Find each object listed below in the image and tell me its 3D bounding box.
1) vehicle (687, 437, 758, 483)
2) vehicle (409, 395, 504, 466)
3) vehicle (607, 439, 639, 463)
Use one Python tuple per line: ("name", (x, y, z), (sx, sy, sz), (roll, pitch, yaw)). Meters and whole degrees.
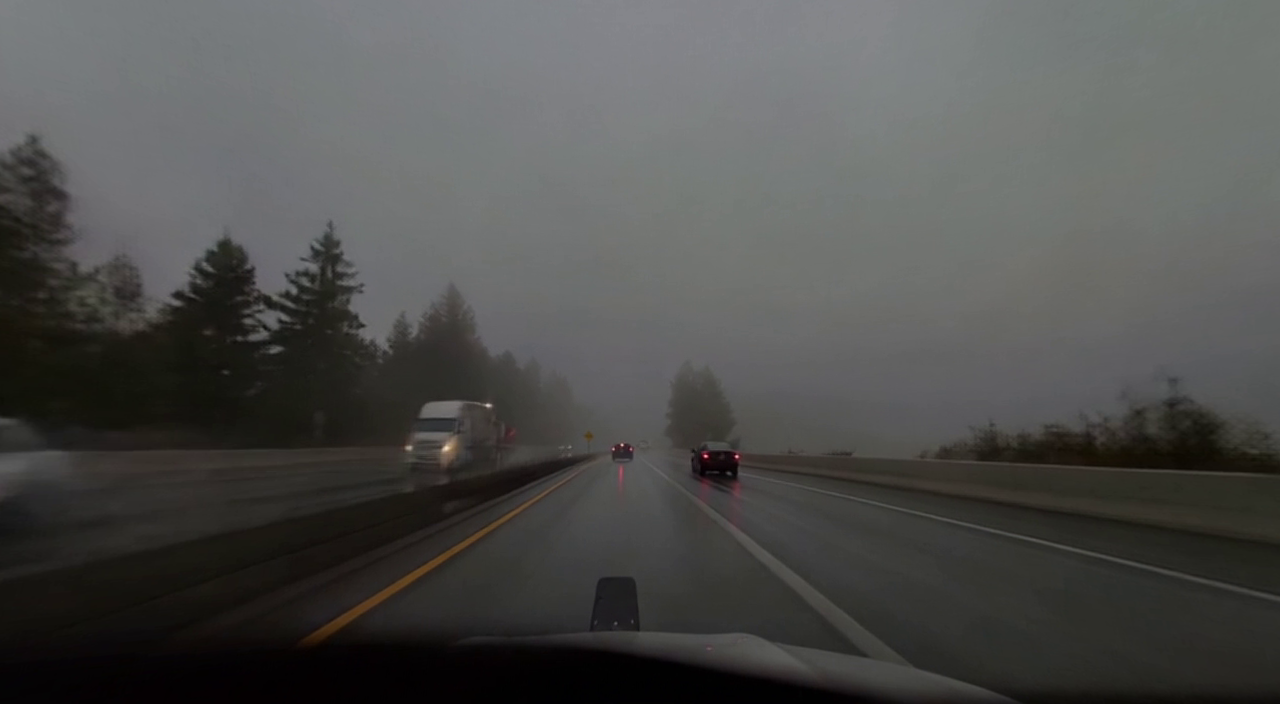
("vehicle", (2.986, 3.971, 23.544), (2.146, 1.546, 3.796), (-1, -8, 0))
("vehicle", (-11.689, 5.306, 41.755), (2.876, 3.973, 12.525), (-1, -8, -2))
("vehicle", (-1.202, 7.078, 45.137), (2.178, 1.559, 4.254), (-1, -8, -2))
